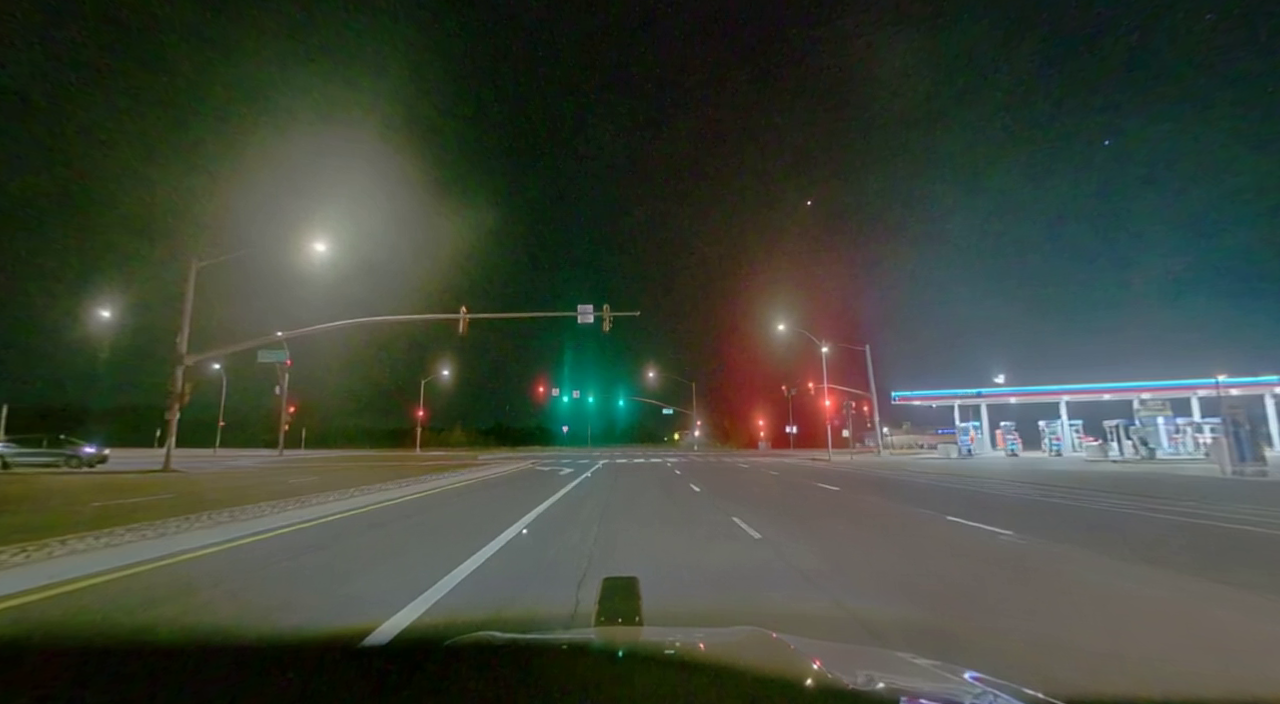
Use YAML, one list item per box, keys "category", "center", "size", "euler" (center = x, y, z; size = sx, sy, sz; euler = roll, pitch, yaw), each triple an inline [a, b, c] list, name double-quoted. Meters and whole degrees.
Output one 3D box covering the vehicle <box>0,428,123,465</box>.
- category: "vehicle"
  center: [-29.738, 4.777, 31.967]
  size: [5.089, 1.762, 2.060]
  euler: [6, -10, -34]
